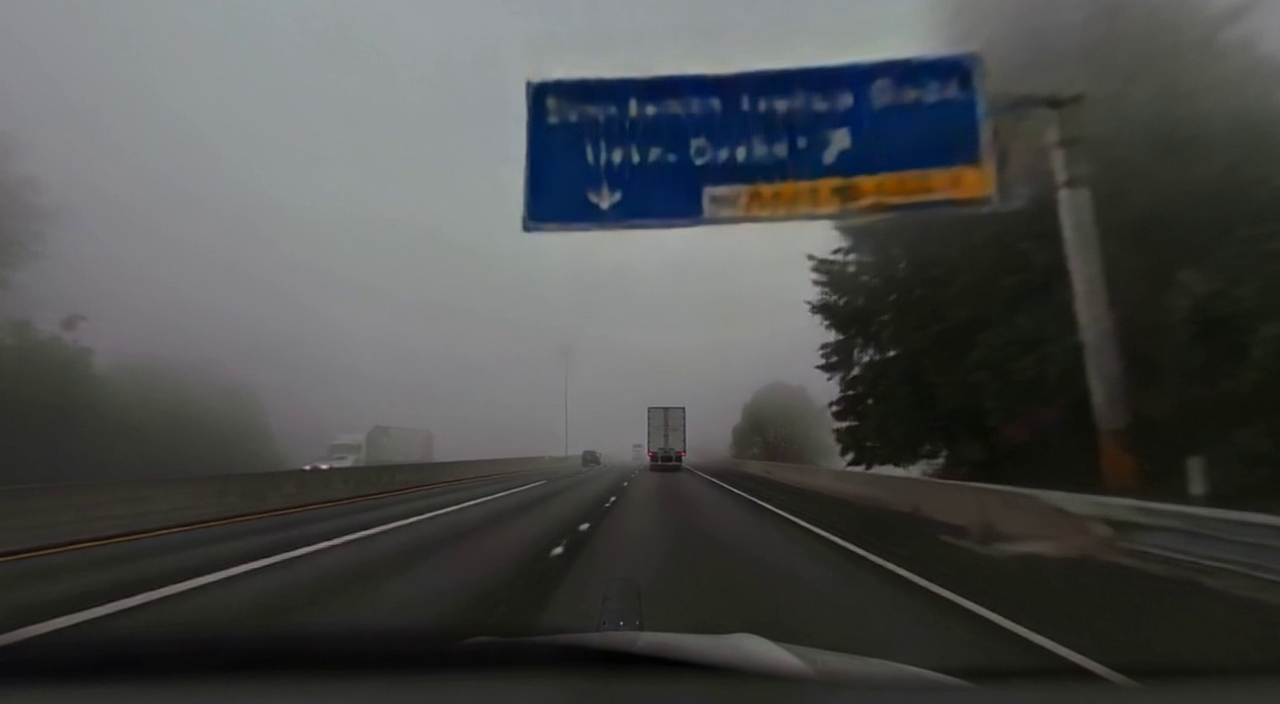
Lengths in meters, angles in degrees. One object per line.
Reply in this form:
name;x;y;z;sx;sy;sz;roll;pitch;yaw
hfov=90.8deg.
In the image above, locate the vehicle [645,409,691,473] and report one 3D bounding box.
vehicle;1.918;6.789;47.427;2.901;4.032;14.338;0;-9;1
